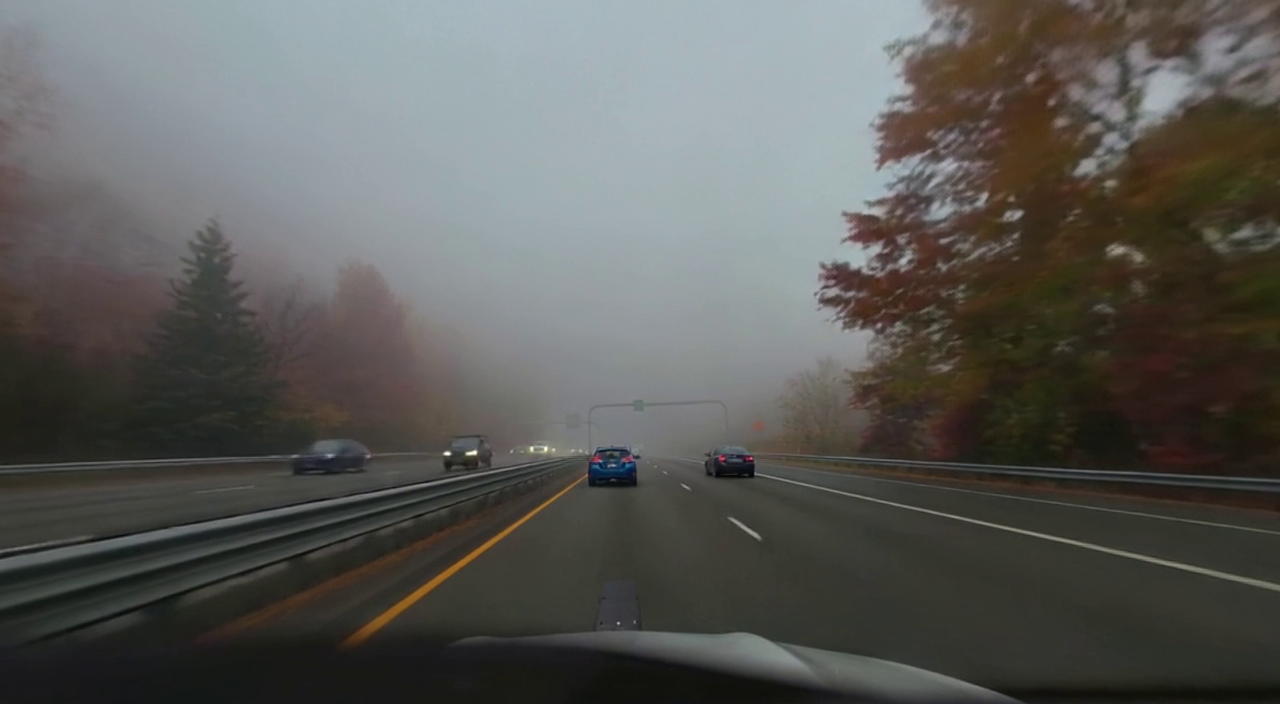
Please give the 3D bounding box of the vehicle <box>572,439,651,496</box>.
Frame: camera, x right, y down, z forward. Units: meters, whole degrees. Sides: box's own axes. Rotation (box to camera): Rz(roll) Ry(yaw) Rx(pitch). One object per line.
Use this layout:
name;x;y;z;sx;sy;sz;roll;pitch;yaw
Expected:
vehicle;-0.789;3.452;19.102;2.128;1.516;4.410;0;-9;-1

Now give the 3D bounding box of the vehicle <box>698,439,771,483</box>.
vehicle;3.711;4.407;25.507;2.300;1.595;4.144;-1;-9;0

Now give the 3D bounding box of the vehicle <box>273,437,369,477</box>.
vehicle;-13.443;4.457;26.725;1.904;1.533;4.151;0;-9;-1

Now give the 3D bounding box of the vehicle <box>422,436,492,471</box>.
vehicle;-9.436;5.297;32.814;2.285;1.652;4.883;0;-9;-1
